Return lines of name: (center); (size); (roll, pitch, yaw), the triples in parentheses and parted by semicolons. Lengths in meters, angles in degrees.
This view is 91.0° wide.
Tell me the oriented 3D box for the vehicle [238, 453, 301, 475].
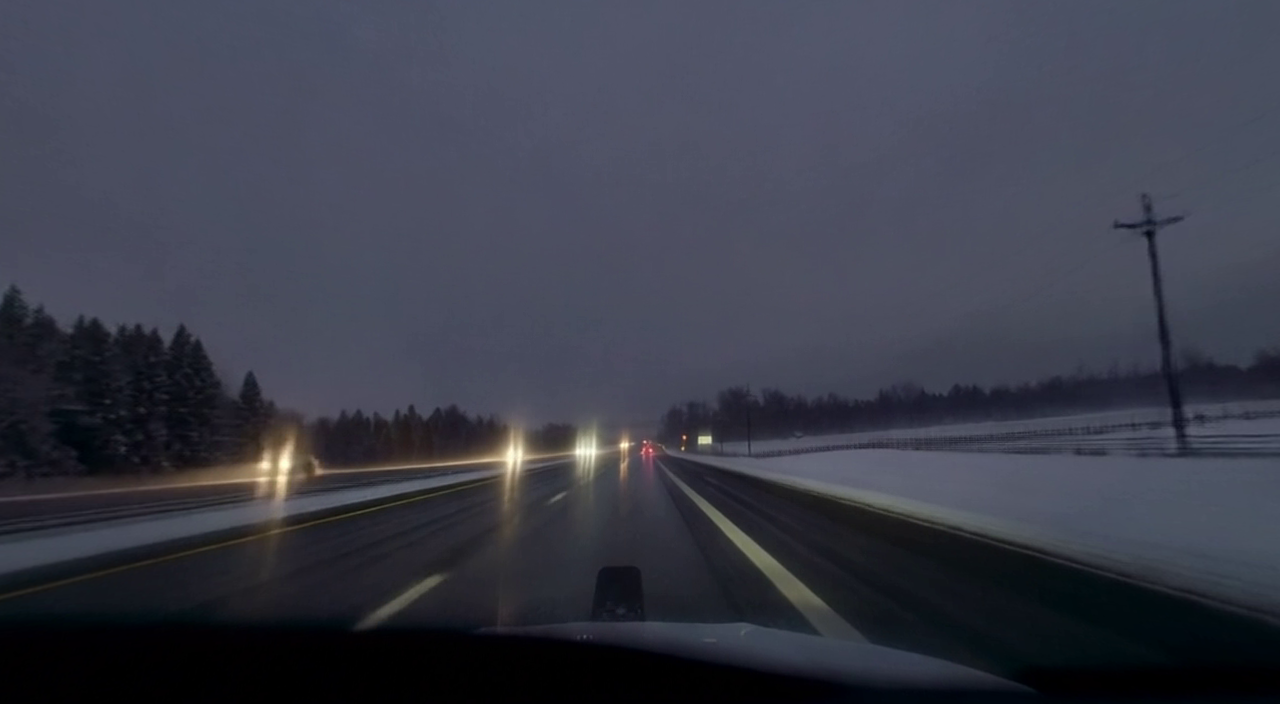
vehicle: (-28.410, 8.583, 48.482); (1.872, 1.504, 4.636); (-1, -9, 3)
